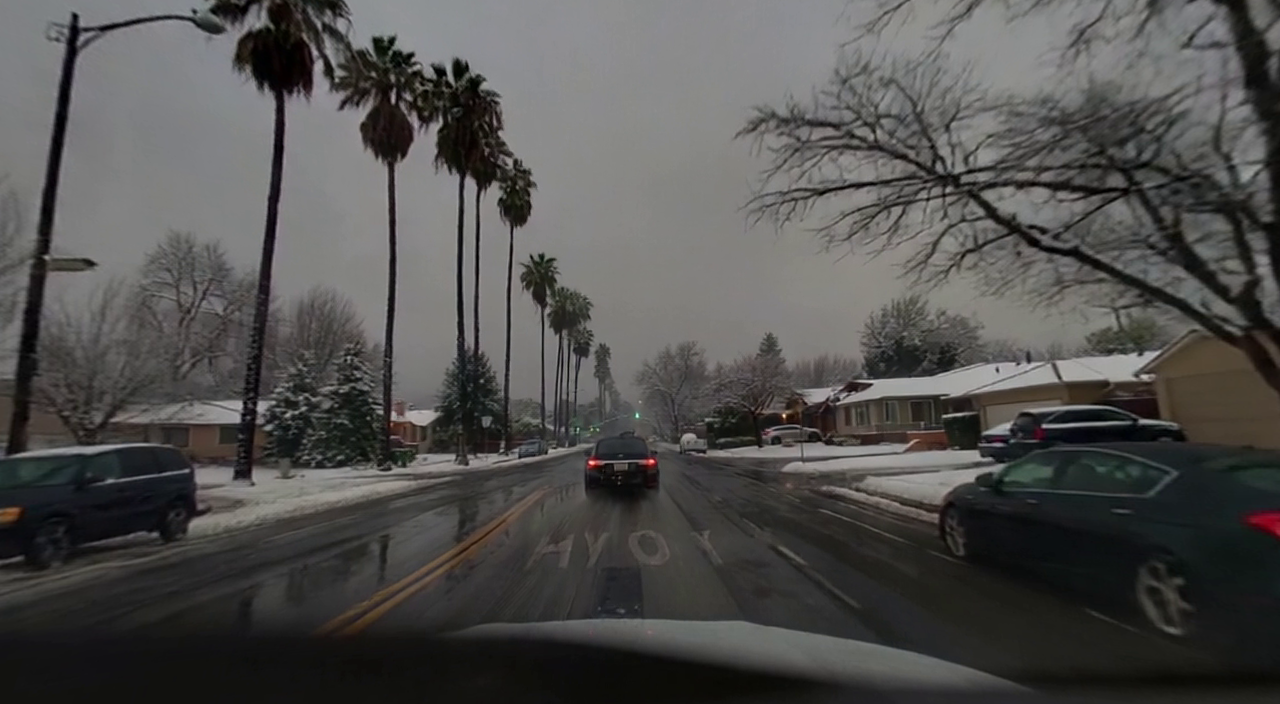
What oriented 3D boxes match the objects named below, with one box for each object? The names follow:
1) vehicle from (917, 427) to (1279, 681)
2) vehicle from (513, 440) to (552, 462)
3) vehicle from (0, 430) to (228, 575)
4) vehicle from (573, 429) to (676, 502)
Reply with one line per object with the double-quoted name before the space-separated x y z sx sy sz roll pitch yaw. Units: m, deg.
"vehicle" 4.809 1.532 5.923 2.013 1.501 5.235 0 -9 -1
"vehicle" -8.287 7.670 49.091 2.069 1.441 4.368 -3 -6 1
"vehicle" -8.636 2.123 9.725 1.945 1.666 4.107 -3 -6 -1
"vehicle" -0.369 2.630 15.008 2.098 1.483 4.099 0 -9 -2
